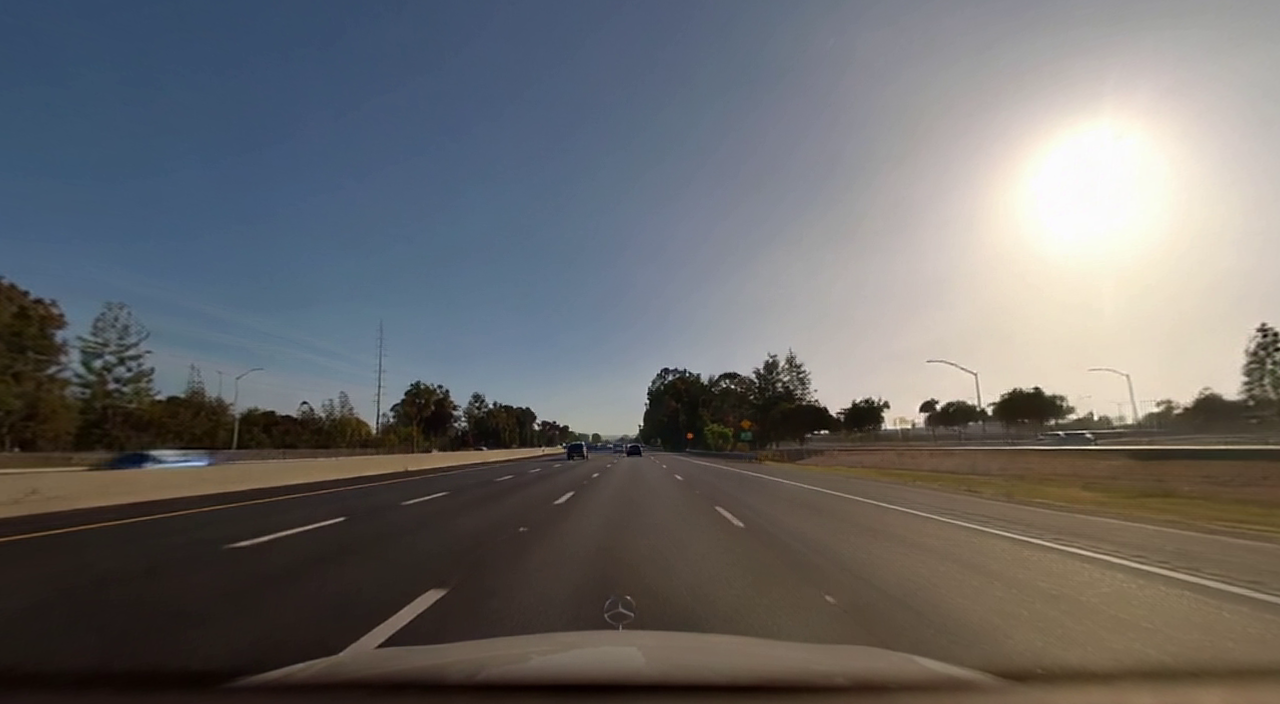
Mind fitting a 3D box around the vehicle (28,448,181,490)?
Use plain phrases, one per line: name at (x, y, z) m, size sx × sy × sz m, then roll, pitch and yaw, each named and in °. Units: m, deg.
vehicle at (-20.959, 4.560, 25.058) m, size 1.870 × 1.486 × 4.785 m, roll 0°, pitch -8°, yaw 0°
